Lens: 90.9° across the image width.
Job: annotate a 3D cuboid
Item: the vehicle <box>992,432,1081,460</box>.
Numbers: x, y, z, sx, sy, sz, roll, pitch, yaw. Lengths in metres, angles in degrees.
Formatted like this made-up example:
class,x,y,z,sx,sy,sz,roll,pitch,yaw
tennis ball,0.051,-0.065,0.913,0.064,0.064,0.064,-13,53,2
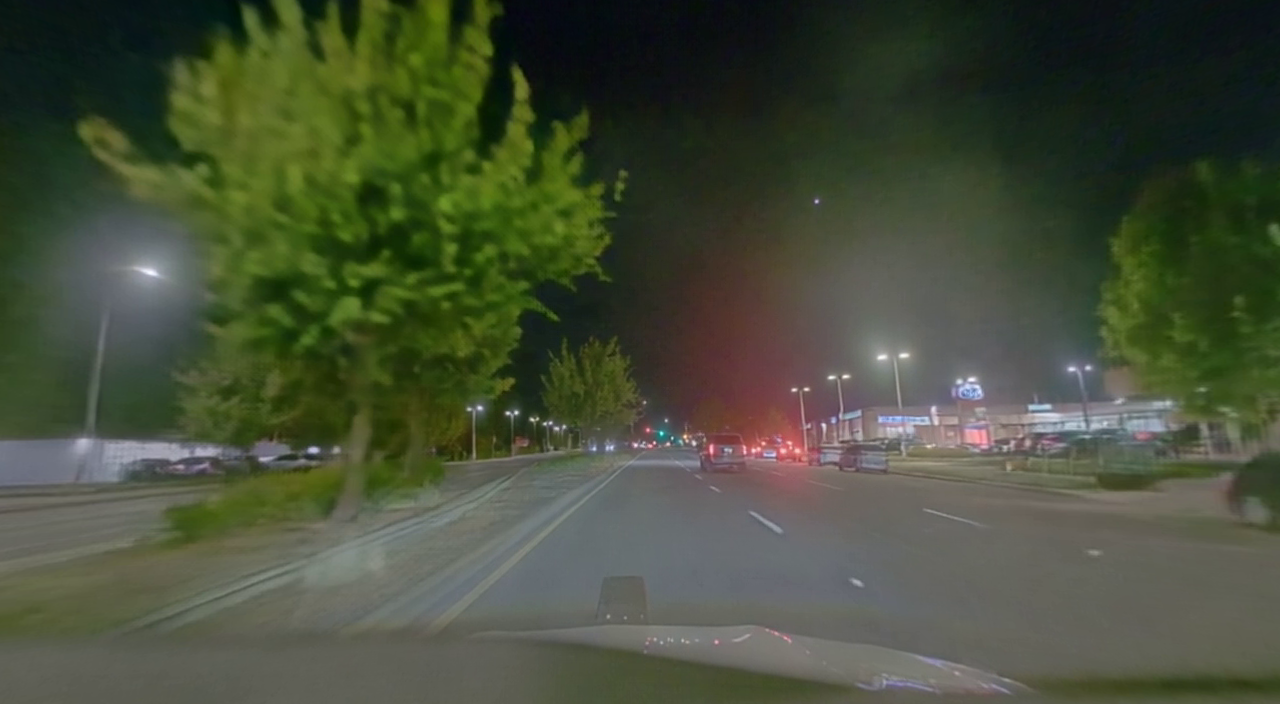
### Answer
class,x,y,z,sx,sy,sz,roll,pitch,yaw
vehicle,23.202,5.553,37.147,1.926,1.503,4.994,0,-8,-1

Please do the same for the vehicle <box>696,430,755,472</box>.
class,x,y,z,sx,sy,sz,roll,pitch,yaw
vehicle,4.038,4.795,30.695,2.183,1.845,4.482,0,-8,-1

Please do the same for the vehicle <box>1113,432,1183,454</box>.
class,x,y,z,sx,sy,sz,roll,pitch,yaw
vehicle,32.964,5.924,41.025,1.563,1.393,3.573,0,-8,0

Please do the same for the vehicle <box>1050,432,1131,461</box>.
class,x,y,z,sx,sy,sz,roll,pitch,yaw
vehicle,26.046,5.431,36.586,1.868,1.500,3.853,-1,-7,1

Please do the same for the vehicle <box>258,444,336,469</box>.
class,x,y,z,sx,sy,sz,roll,pitch,yaw
vehicle,-26.806,8.176,49.374,4.874,1.859,2.019,0,-8,-2

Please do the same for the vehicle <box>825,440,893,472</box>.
class,x,y,z,sx,sy,sz,roll,pitch,yaw
vehicle,11.070,5.283,32.220,1.842,1.474,4.456,0,-8,0
